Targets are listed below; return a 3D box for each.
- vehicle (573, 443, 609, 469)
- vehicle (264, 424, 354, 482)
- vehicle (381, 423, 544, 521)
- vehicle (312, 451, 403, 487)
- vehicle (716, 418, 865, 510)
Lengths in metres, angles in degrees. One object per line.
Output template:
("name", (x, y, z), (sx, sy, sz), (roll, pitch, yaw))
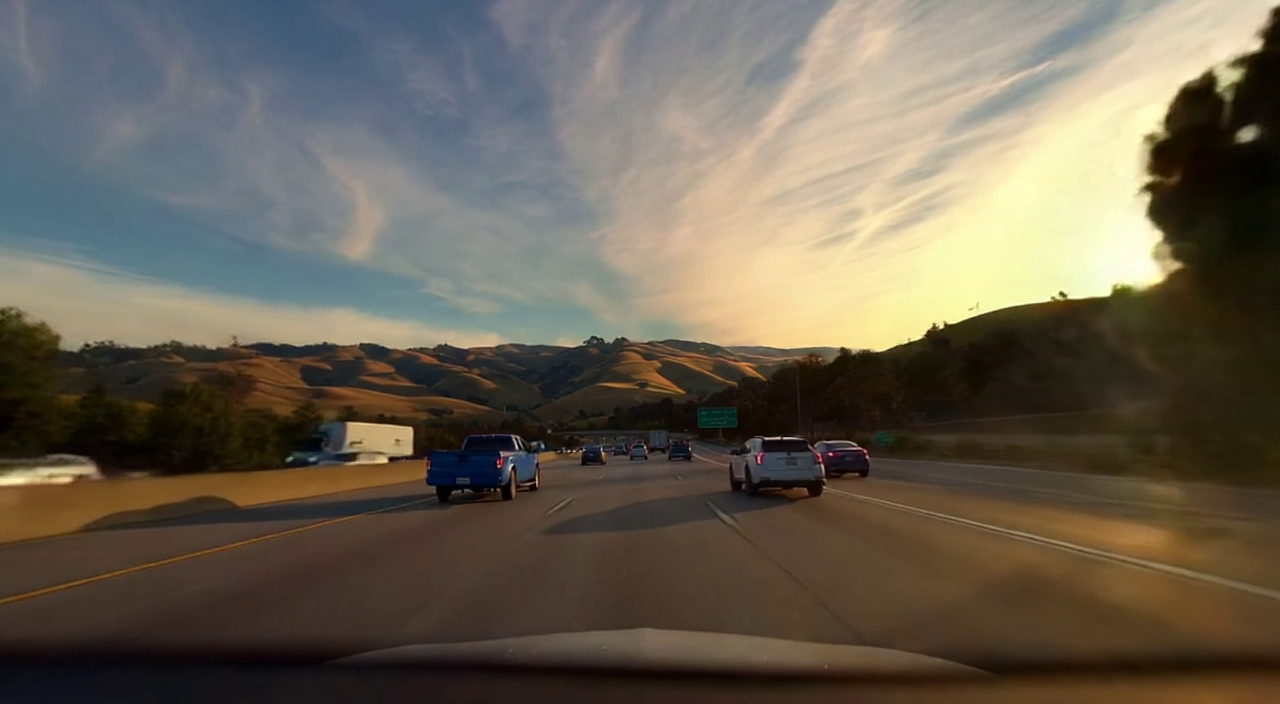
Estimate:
("vehicle", (-3.495, 7.606, 46.230), (2.235, 1.785, 4.386), (-1, -8, 1))
("vehicle", (-24.530, 7.510, 47.220), (3.006, 3.933, 6.317), (1, -8, 1))
("vehicle", (-3.815, 2.706, 14.772), (2.227, 1.853, 5.161), (-1, -8, 1))
("vehicle", (-13.301, 5.523, 30.070), (1.947, 1.508, 4.807), (-1, -9, 2))
("vehicle", (3.587, 2.838, 16.457), (2.424, 1.952, 5.611), (0, -8, -1))
